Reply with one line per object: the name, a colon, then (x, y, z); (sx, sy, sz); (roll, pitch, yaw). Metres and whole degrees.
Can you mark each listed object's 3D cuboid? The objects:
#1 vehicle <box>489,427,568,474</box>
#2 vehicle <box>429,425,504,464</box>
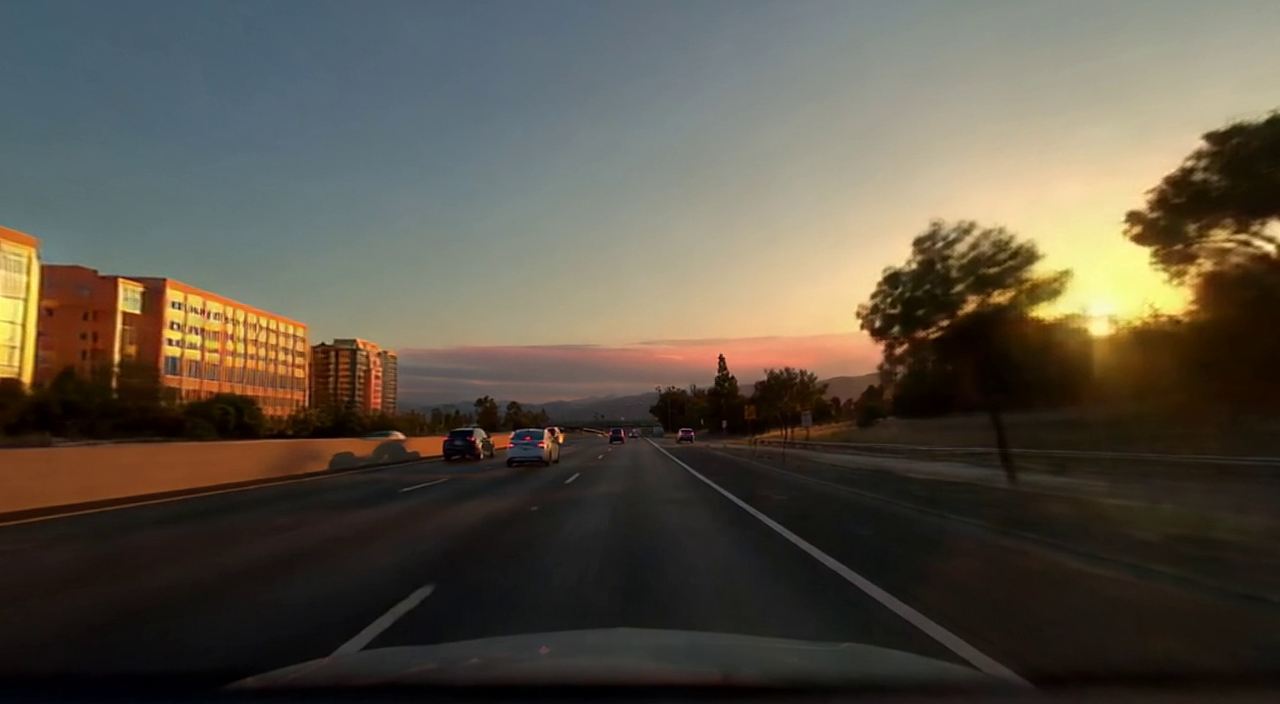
vehicle: (-3.856, 3.506, 22.648); (1.996, 1.490, 4.571); (0, -8, 0)
vehicle: (-7.523, 4.064, 27.723); (1.985, 1.575, 4.453); (0, -8, 1)
